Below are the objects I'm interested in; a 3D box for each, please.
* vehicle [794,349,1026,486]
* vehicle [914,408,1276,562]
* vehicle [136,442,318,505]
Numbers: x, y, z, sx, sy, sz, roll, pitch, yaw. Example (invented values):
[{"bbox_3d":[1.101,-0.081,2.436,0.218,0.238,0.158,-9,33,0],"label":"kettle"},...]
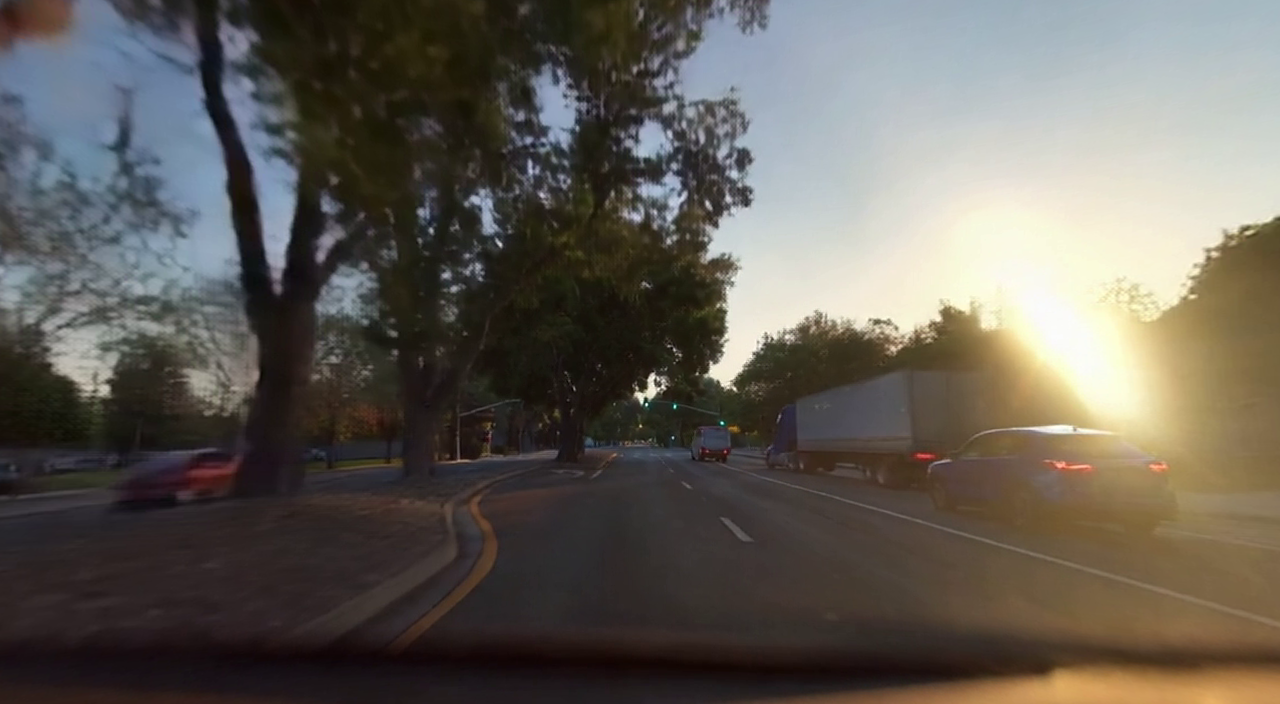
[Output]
[{"bbox_3d":[10.341,3.218,27.977,2.975,4.201,17.050,0,-8,1],"label":"vehicle"},{"bbox_3d":[6.283,1.874,9.672,2.012,1.754,4.635,0,-8,-1],"label":"vehicle"},{"bbox_3d":[-11.231,3.294,17.703,1.954,1.496,4.590,0,-8,1],"label":"vehicle"}]
